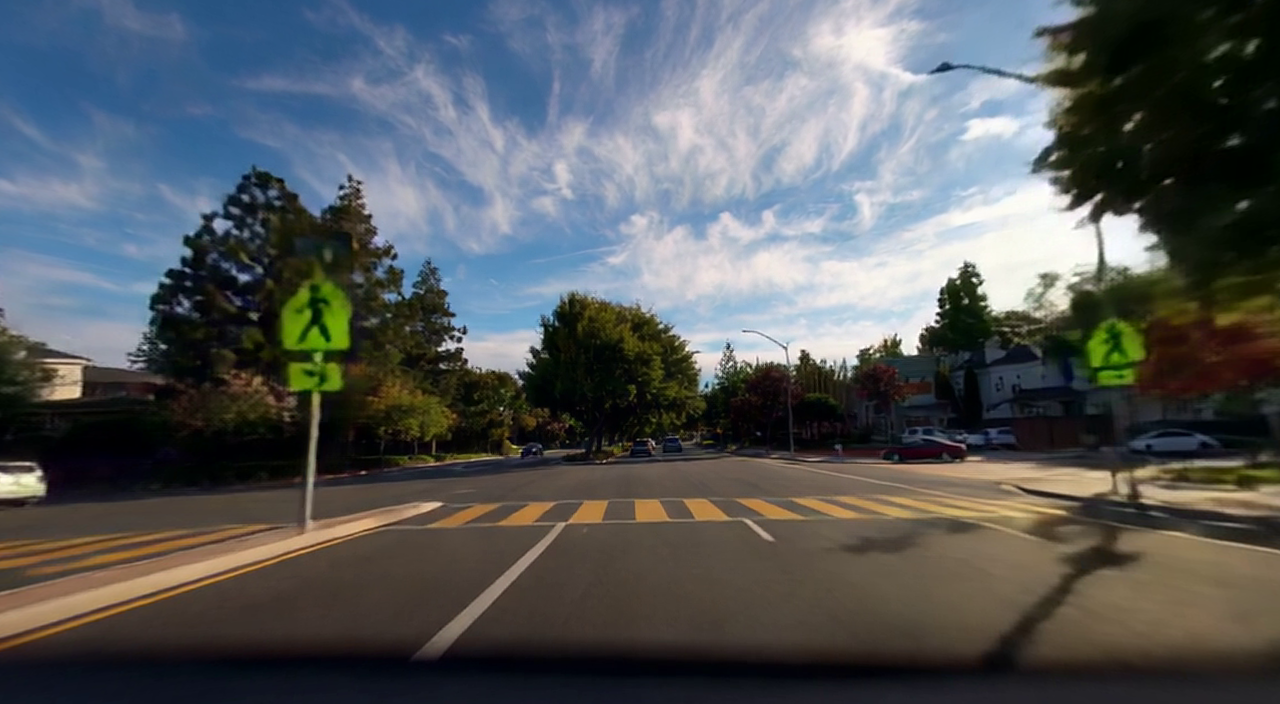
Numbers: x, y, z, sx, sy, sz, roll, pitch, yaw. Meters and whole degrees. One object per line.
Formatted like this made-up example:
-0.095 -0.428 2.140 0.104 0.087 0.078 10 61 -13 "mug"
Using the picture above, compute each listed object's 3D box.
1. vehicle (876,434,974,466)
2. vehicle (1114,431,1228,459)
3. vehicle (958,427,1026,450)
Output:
15.719 5.435 35.155 4.696 1.651 2.218 -3 -9 20 "vehicle"
29.807 5.226 35.566 4.593 1.479 2.033 0 -9 0 "vehicle"
24.338 6.000 43.859 1.982 1.503 4.572 0 -8 -2 "vehicle"
